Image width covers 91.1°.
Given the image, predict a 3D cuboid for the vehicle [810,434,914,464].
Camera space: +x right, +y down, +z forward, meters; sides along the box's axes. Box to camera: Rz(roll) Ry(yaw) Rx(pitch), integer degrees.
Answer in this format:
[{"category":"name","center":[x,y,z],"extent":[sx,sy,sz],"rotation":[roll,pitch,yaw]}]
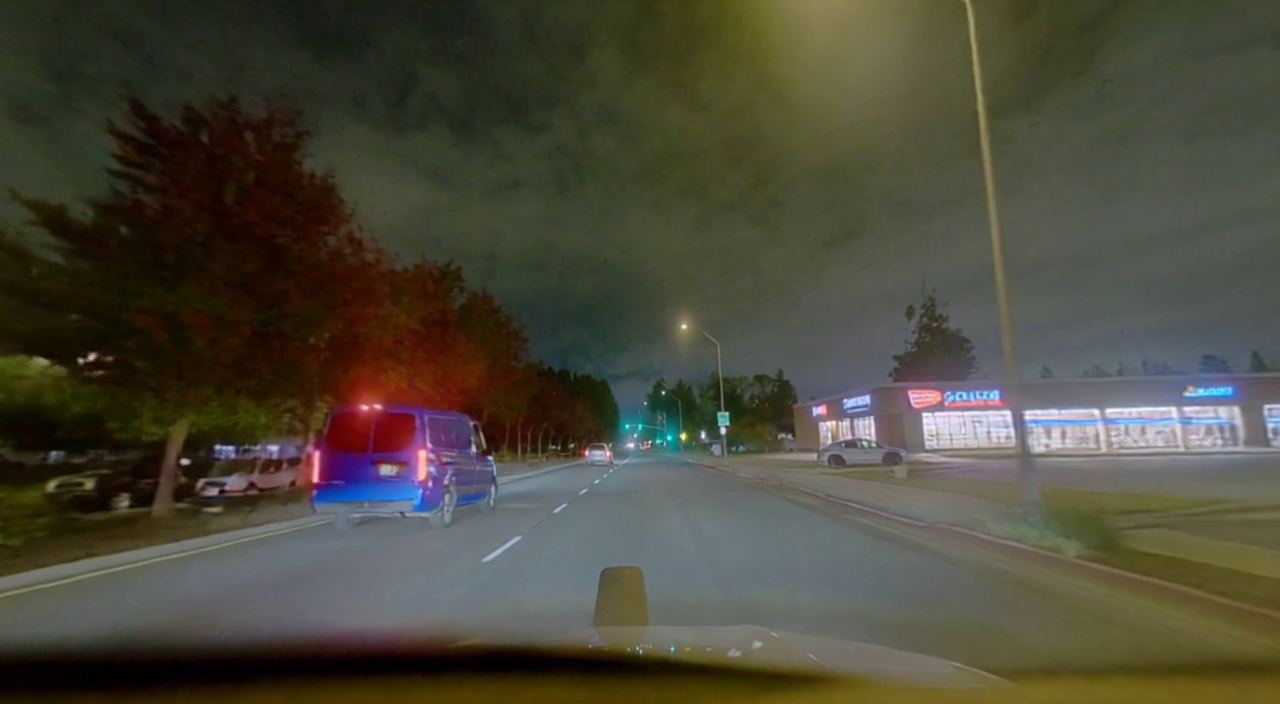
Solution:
[{"category":"vehicle","center":[11.370,4.980,32.355],"extent":[4.607,1.471,1.982],"rotation":[0,-8,0]}]

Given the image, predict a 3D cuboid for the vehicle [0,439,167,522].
[{"category":"vehicle","center":[-15.296,3.222,16.449],"extent":[1.936,1.813,4.921],"rotation":[-1,-8,0]}]

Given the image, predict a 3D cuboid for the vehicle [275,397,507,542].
[{"category":"vehicle","center":[-3.986,1.992,11.253],"extent":[2.152,1.987,4.952],"rotation":[0,-8,-1]}]

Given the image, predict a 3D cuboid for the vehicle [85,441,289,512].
[{"category":"vehicle","center":[-12.156,3.315,17.408],"extent":[2.024,1.656,4.837],"rotation":[0,-8,0]}]
